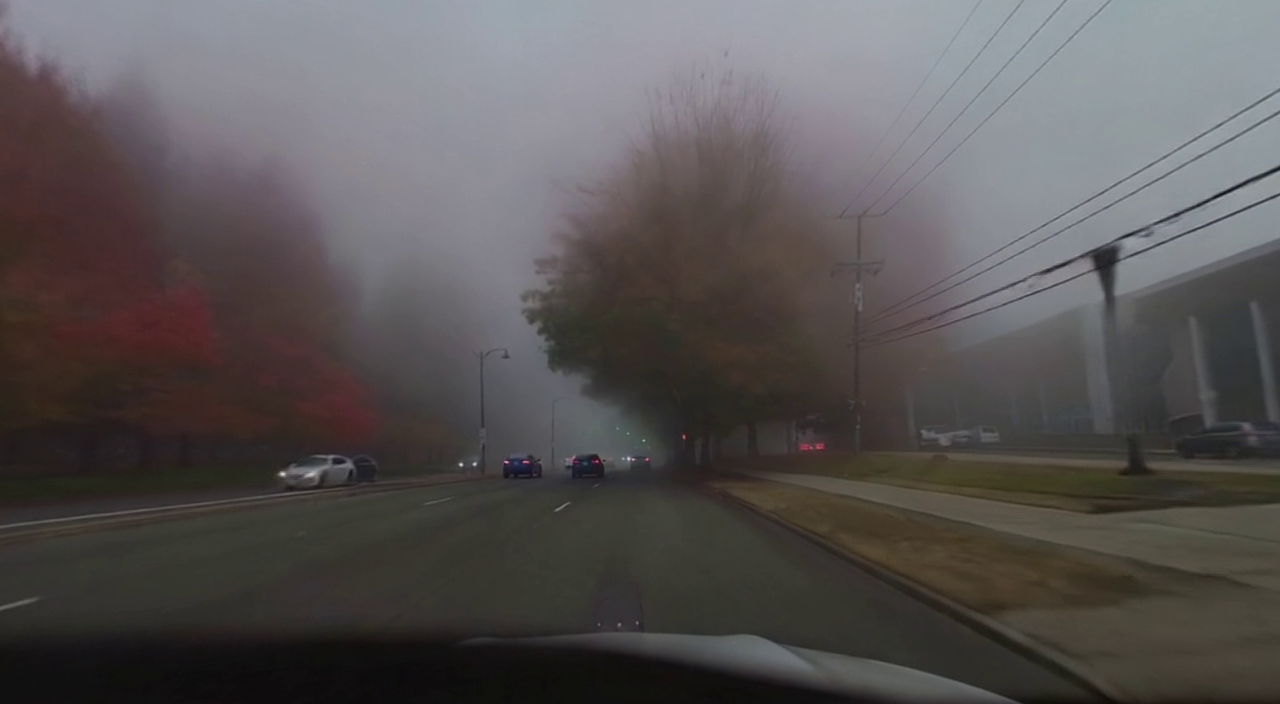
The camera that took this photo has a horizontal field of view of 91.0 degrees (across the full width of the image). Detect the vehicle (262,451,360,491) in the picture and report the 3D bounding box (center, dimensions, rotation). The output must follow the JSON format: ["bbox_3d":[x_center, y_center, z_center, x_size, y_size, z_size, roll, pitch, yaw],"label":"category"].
[{"bbox_3d":[-13.734,4.961,26.618,1.909,1.502,4.355,1,-9,-3],"label":"vehicle"}]

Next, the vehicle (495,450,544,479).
[{"bbox_3d":[-7.080,6.611,37.316,1.932,1.596,4.247,0,-9,1],"label":"vehicle"}]

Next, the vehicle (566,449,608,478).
[{"bbox_3d":[-3.245,6.984,39.665,2.085,1.663,4.513,0,-9,2],"label":"vehicle"}]

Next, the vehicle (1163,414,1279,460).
[{"bbox_3d":[22.001,3.159,23.072,1.884,1.532,4.745,0,-9,5],"label":"vehicle"}]
